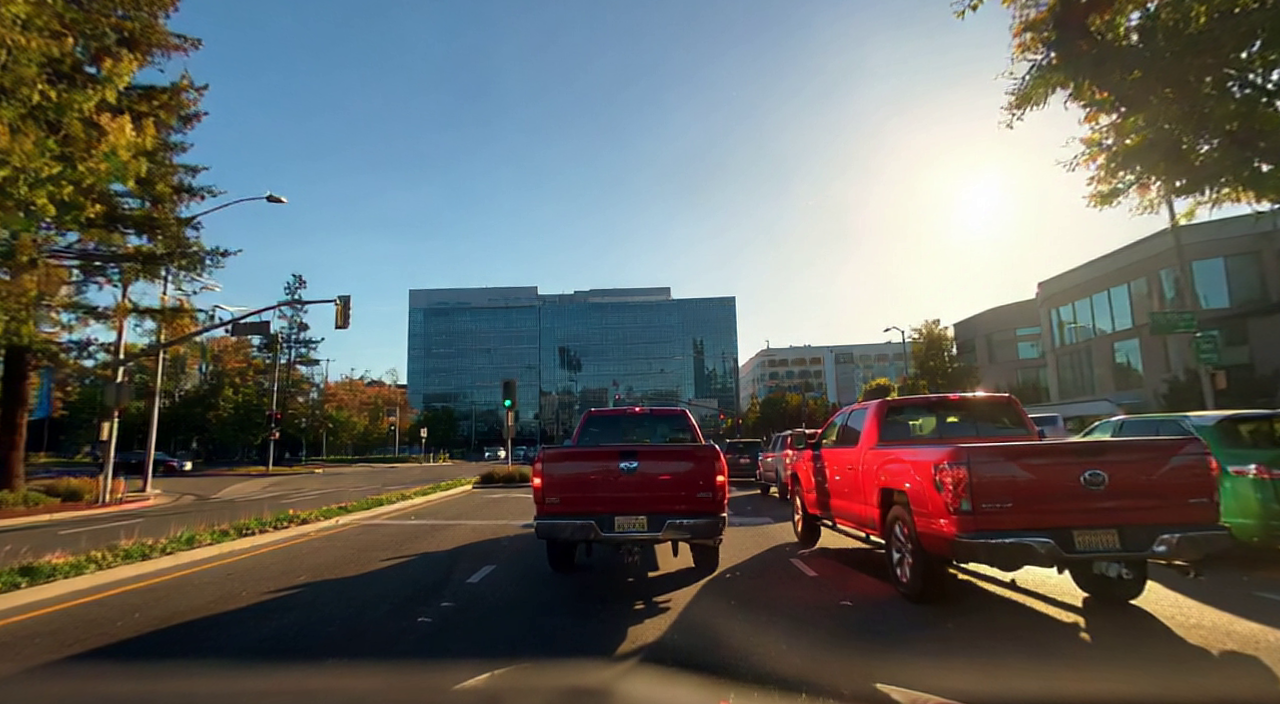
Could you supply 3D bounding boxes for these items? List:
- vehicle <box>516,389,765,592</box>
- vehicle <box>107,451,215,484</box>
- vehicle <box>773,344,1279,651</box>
[{"bbox_3d":[-0.056,1.620,8.293,2.240,1.821,5.001,0,-9,-1],"label":"vehicle"},{"bbox_3d":[-26.383,6.360,34.989,4.437,1.669,1.936,5,-10,-30],"label":"vehicle"},{"bbox_3d":[3.325,1.334,6.936,2.412,1.953,5.682,0,-9,-1],"label":"vehicle"}]
